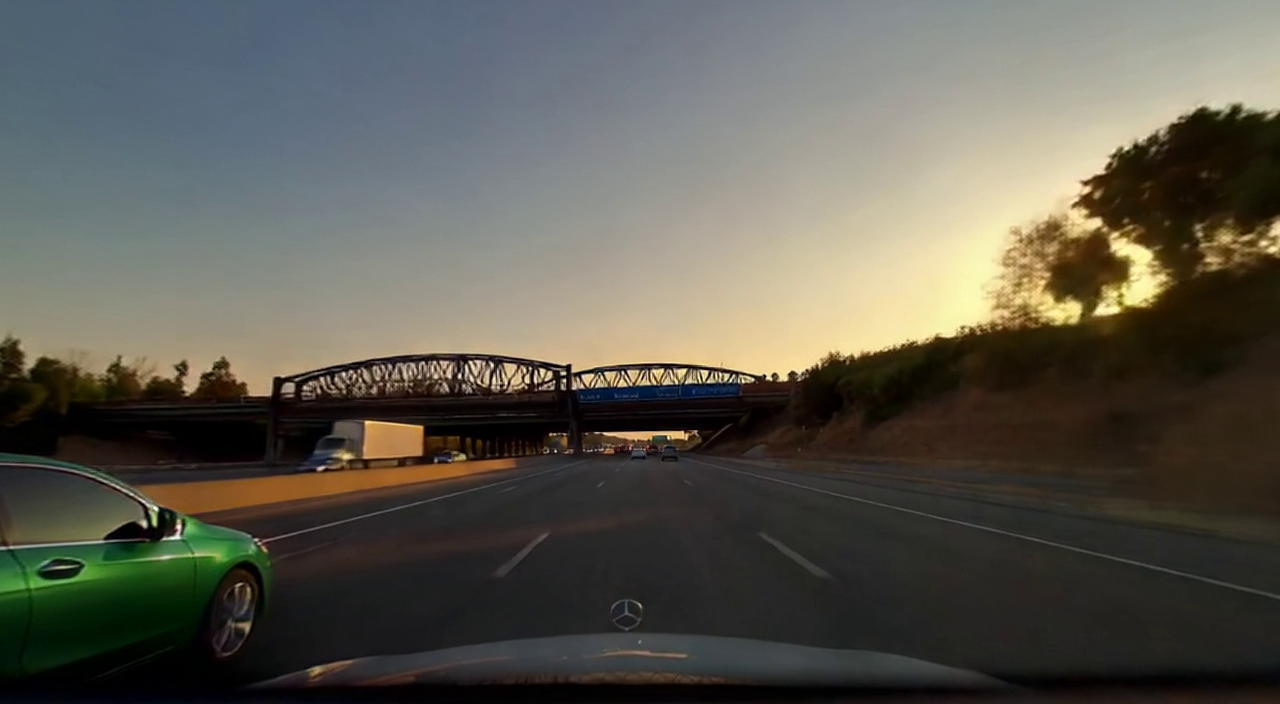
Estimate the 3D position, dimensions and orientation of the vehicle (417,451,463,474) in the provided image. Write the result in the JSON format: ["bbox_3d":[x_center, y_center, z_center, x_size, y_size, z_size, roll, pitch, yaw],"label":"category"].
[{"bbox_3d":[-14.892,8.270,47.318,1.944,1.603,4.591,0,-9,0],"label":"vehicle"}]

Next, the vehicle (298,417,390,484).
[{"bbox_3d":[-18.688,6.262,40.297,2.880,3.889,5.961,0,-9,0],"label":"vehicle"}]
